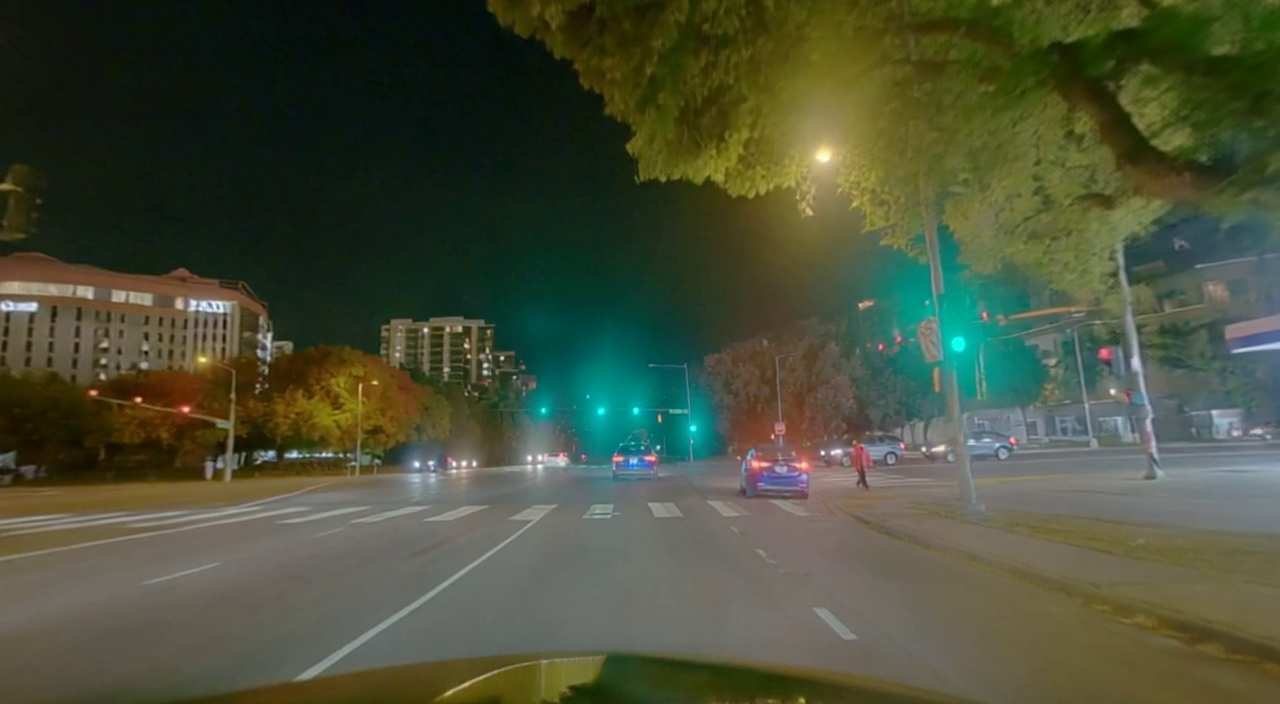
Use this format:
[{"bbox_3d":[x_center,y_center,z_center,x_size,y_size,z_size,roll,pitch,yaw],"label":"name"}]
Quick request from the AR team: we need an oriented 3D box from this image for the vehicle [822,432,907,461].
[{"bbox_3d":[13.746,5.807,38.908,4.524,1.681,1.823,0,-9,-1],"label":"vehicle"}]

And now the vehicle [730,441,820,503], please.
[{"bbox_3d":[3.846,3.229,17.467,1.976,1.462,4.342,-3,-9,17],"label":"vehicle"}]

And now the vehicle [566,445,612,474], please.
[{"bbox_3d":[-2.751,5.905,34.868,2.003,1.492,4.291,-1,-9,3],"label":"vehicle"}]

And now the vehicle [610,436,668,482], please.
[{"bbox_3d":[0.002,4.439,26.433,2.210,1.722,4.215,0,-9,1],"label":"vehicle"}]

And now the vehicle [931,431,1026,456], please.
[{"bbox_3d":[20.625,5.603,38.630,4.700,1.417,1.789,-1,-9,2],"label":"vehicle"}]

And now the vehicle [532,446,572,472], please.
[{"bbox_3d":[-6.042,7.371,43.917,2.018,1.692,4.226,-1,-9,2],"label":"vehicle"}]
